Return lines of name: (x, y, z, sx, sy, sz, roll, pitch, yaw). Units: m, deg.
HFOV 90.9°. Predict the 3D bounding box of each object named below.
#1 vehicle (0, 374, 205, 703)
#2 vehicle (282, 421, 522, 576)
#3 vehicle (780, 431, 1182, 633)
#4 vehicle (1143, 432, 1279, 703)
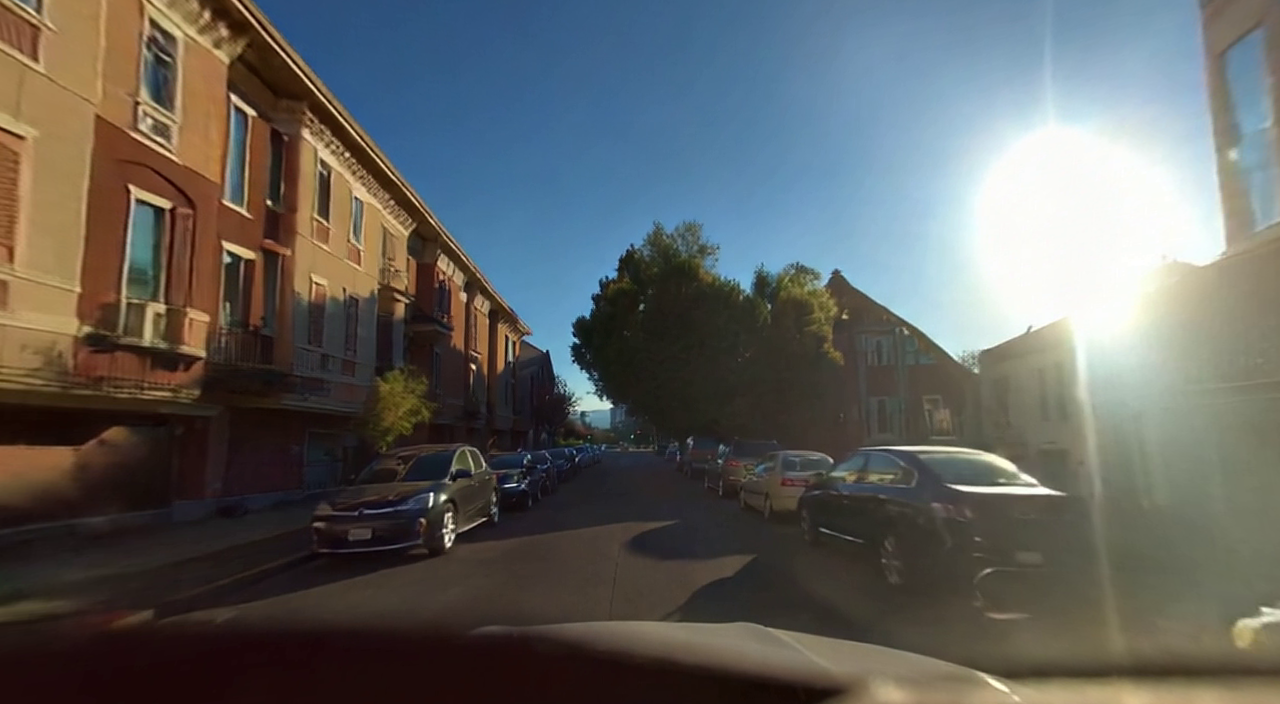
vehicle: (-3.220, 0.801, 1.026, 2.175, 1.710, 4.000, -2, -9, -1)
vehicle: (-3.281, 1.991, 9.791, 2.081, 1.679, 4.506, -3, -6, -1)
vehicle: (3.285, 1.755, 7.413, 1.968, 1.595, 4.543, 1, -8, -4)
vehicle: (3.516, 0.878, 0.859, 1.904, 1.476, 4.480, 3, -8, -2)
